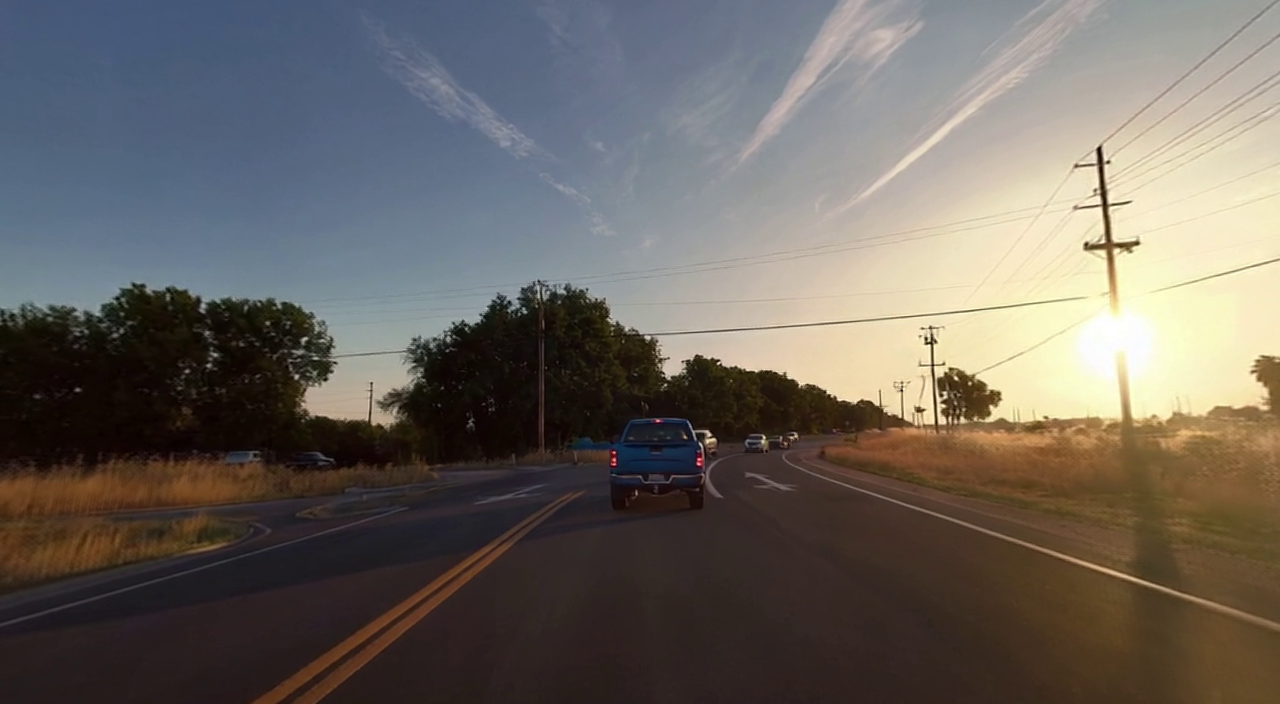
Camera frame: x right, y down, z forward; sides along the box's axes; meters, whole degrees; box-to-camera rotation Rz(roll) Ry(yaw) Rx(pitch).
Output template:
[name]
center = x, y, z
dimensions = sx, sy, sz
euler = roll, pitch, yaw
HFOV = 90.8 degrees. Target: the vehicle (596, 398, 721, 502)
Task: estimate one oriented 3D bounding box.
[vehicle]
center = 0.539, 2.569, 16.735
dimensions = 2.693, 2.223, 5.885
euler = -1, -8, 3
